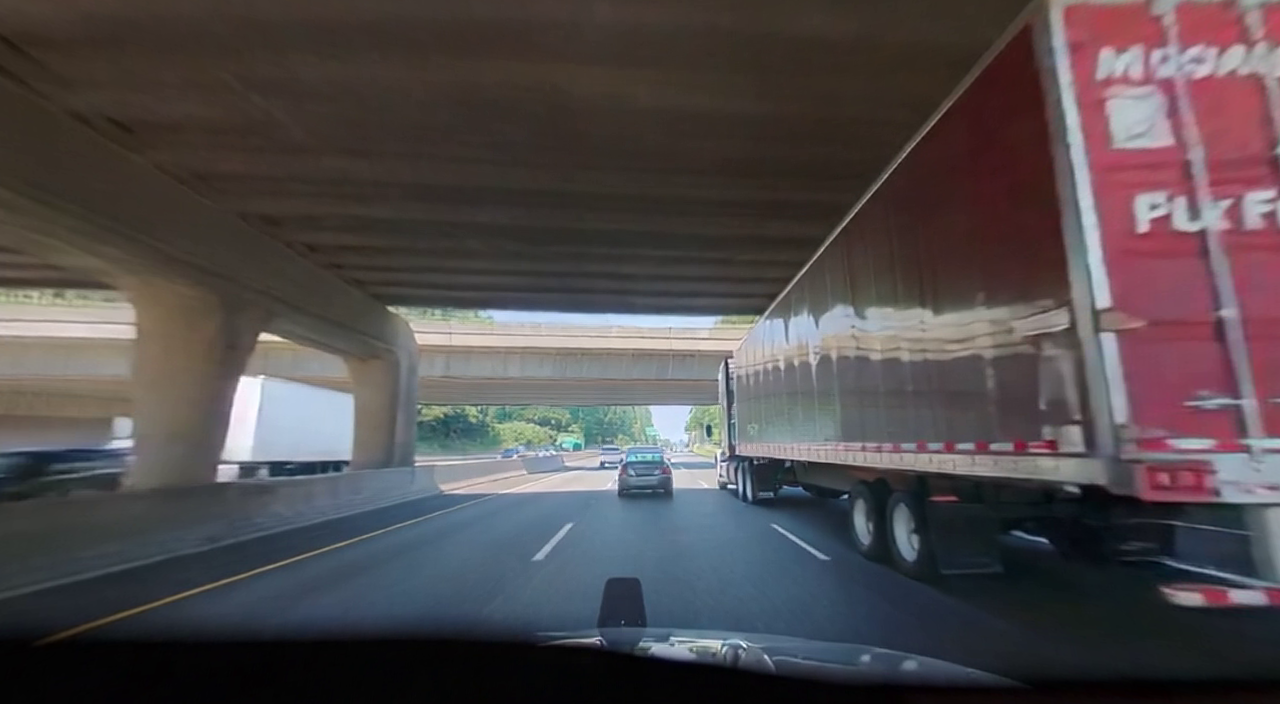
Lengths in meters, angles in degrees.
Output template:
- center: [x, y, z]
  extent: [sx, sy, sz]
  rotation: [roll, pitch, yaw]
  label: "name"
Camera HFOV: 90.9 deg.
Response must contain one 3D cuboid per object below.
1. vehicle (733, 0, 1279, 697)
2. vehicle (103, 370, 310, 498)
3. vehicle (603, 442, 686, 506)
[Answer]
- center: [3.991, 0.839, 10.314]
  extent: [2.960, 4.018, 13.834]
  rotation: [0, -9, 0]
  label: "vehicle"
- center: [-15.212, 3.029, 22.868]
  extent: [3.014, 4.010, 5.862]
  rotation: [0, -9, 1]
  label: "vehicle"
- center: [0.117, 3.375, 17.867]
  extent: [2.039, 1.532, 4.610]
  rotation: [0, -9, 0]
  label: "vehicle"
